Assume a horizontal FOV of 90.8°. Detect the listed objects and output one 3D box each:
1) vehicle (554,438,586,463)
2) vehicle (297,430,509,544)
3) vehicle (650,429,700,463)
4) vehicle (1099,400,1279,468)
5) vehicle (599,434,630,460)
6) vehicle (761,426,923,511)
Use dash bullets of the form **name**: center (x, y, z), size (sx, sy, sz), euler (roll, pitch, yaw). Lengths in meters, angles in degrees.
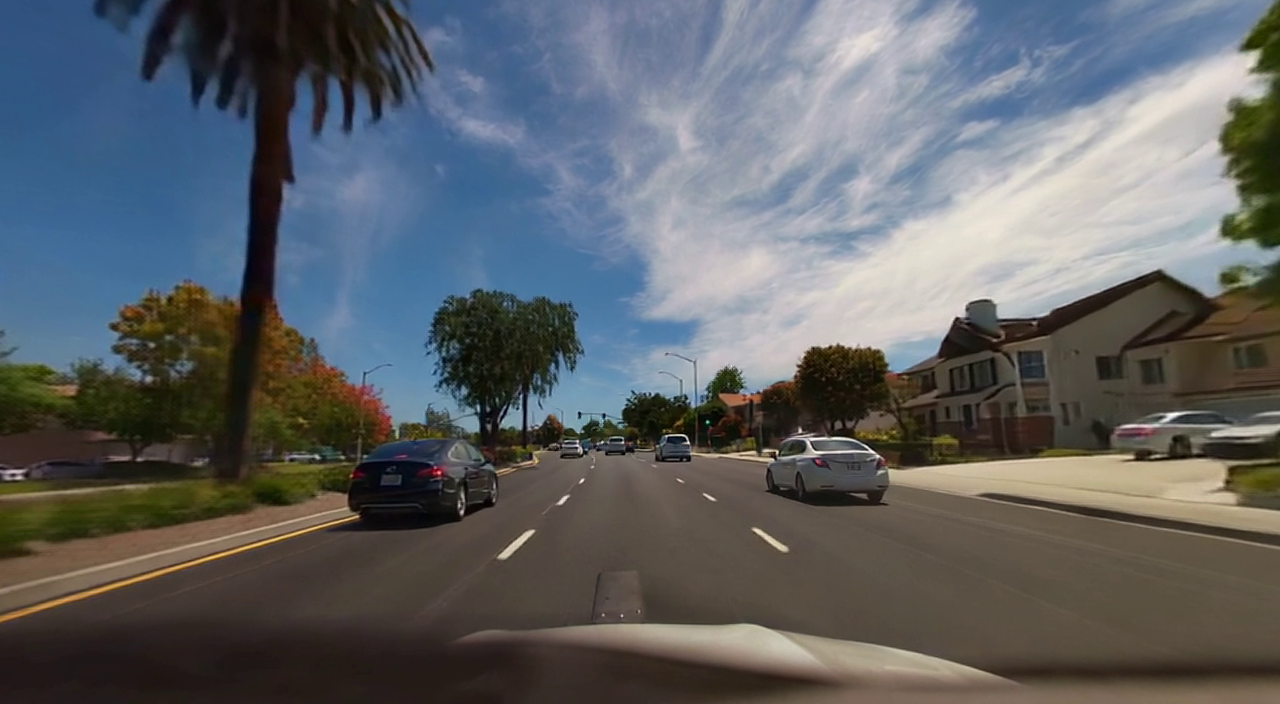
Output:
- **vehicle**: center (-4.578, 6.482, 41.780), size (1.922, 1.577, 4.140), euler (0, -8, -5)
- **vehicle**: center (-3.540, 2.073, 10.426), size (1.924, 1.473, 4.200), euler (0, -8, -1)
- **vehicle**: center (2.085, 5.918, 39.870), size (2.391, 1.960, 5.600), euler (0, -8, -4)
- **vehicle**: center (16.072, 2.376, 17.985), size (1.978, 1.669, 4.515), euler (2, -9, -15)
- **vehicle**: center (-1.950, 7.175, 47.775), size (2.164, 1.867, 4.254), euler (0, -8, -5)
- **vehicle**: center (3.994, 2.364, 13.279), size (1.870, 1.491, 4.009), euler (0, -8, -3)
